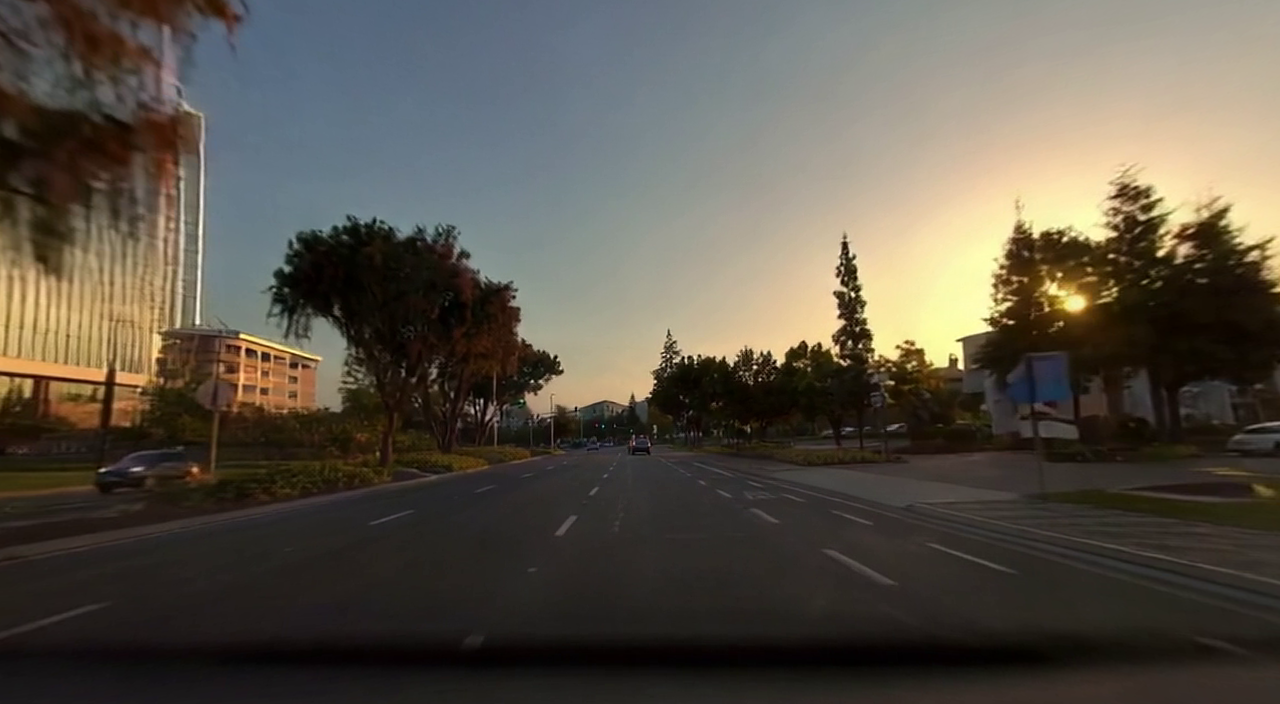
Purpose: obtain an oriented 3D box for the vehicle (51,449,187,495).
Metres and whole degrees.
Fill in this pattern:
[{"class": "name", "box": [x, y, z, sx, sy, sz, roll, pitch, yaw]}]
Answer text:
[{"class": "vehicle", "box": [-20.754, 4.759, 25.466, 1.835, 1.606, 4.289, 0, -8, -1]}]
